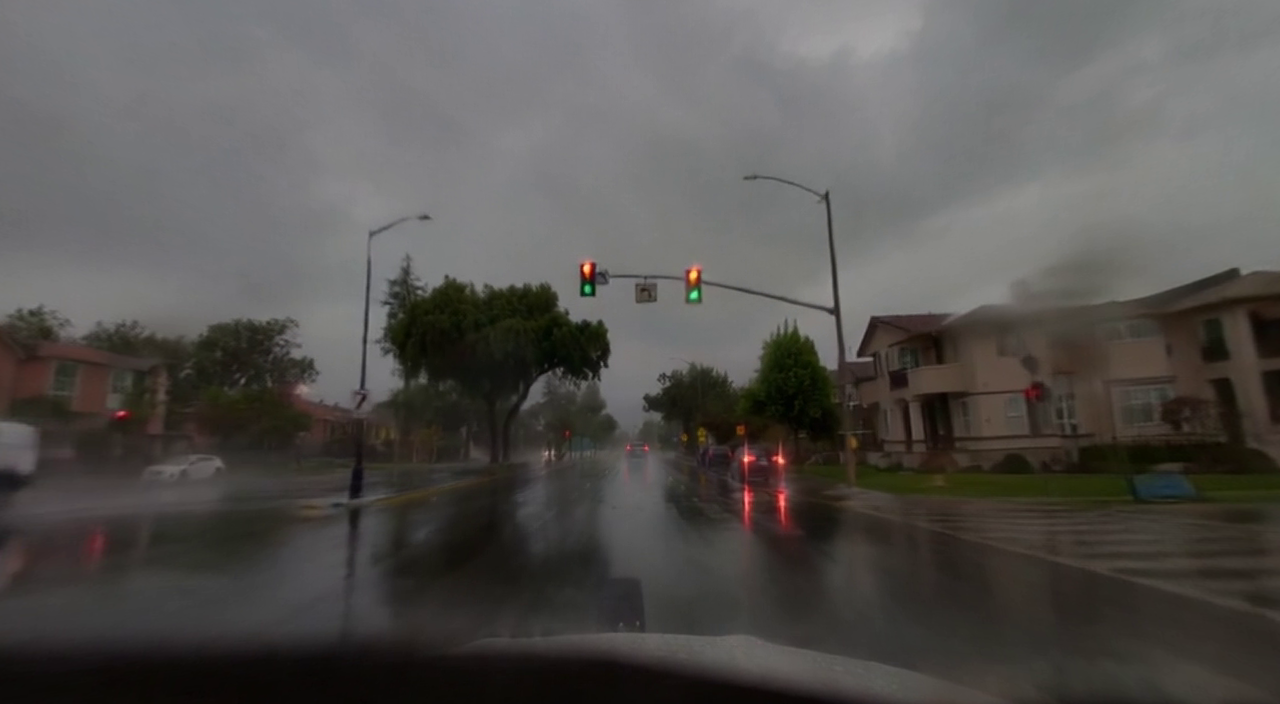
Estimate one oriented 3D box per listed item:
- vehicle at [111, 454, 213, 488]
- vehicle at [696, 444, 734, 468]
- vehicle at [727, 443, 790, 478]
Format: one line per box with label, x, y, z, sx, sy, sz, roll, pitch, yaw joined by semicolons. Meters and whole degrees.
vehicle;-25.861;6.417;34.423;1.912;1.681;4.625;0;-9;-1
vehicle;5.450;7.647;46.651;2.131;1.604;5.543;0;-8;0
vehicle;5.656;5.226;30.764;2.066;1.552;4.799;0;-8;-1
